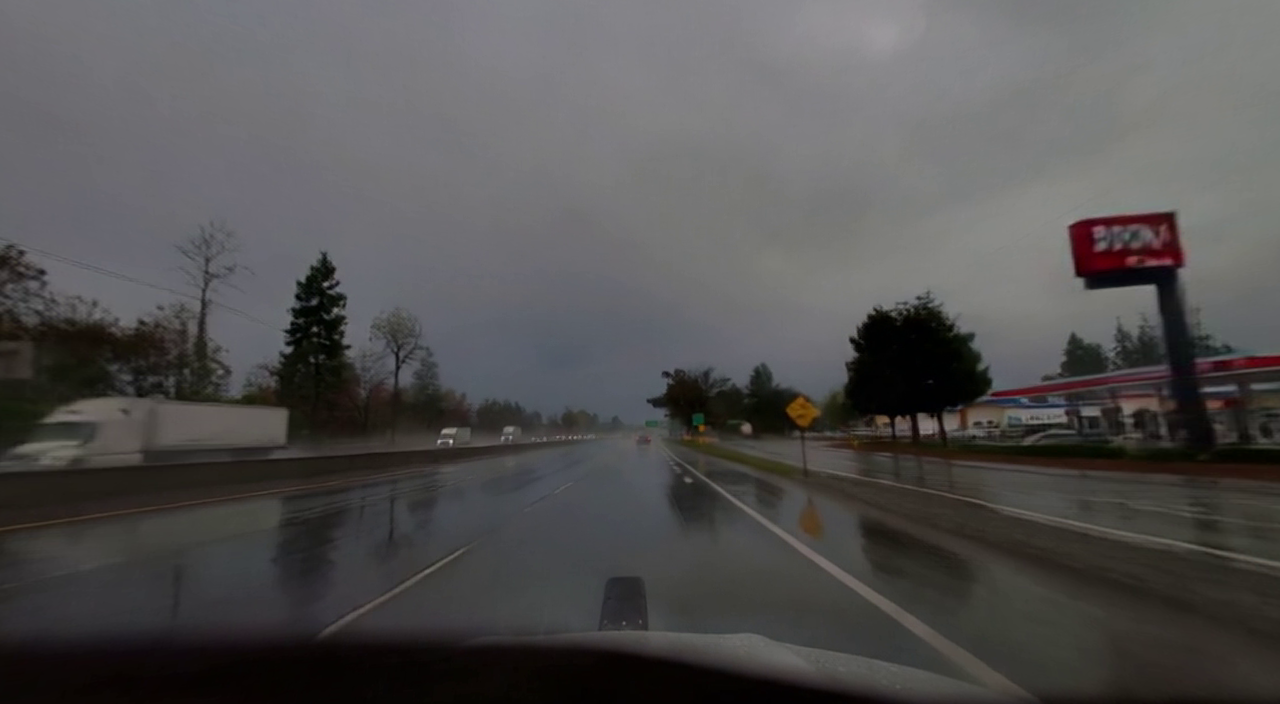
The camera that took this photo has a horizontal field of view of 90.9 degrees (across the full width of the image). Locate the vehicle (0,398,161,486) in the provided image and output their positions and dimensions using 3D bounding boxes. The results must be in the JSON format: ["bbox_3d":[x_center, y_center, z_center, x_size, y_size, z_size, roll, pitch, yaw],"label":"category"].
[{"bbox_3d":[-28.325,4.531,31.800,3.372,3.925,6.100,0,-8,-1],"label":"vehicle"}]

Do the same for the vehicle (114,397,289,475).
[{"bbox_3d":[-28.452,5.685,42.151,3.134,4.422,12.041,0,-8,-1],"label":"vehicle"}]
